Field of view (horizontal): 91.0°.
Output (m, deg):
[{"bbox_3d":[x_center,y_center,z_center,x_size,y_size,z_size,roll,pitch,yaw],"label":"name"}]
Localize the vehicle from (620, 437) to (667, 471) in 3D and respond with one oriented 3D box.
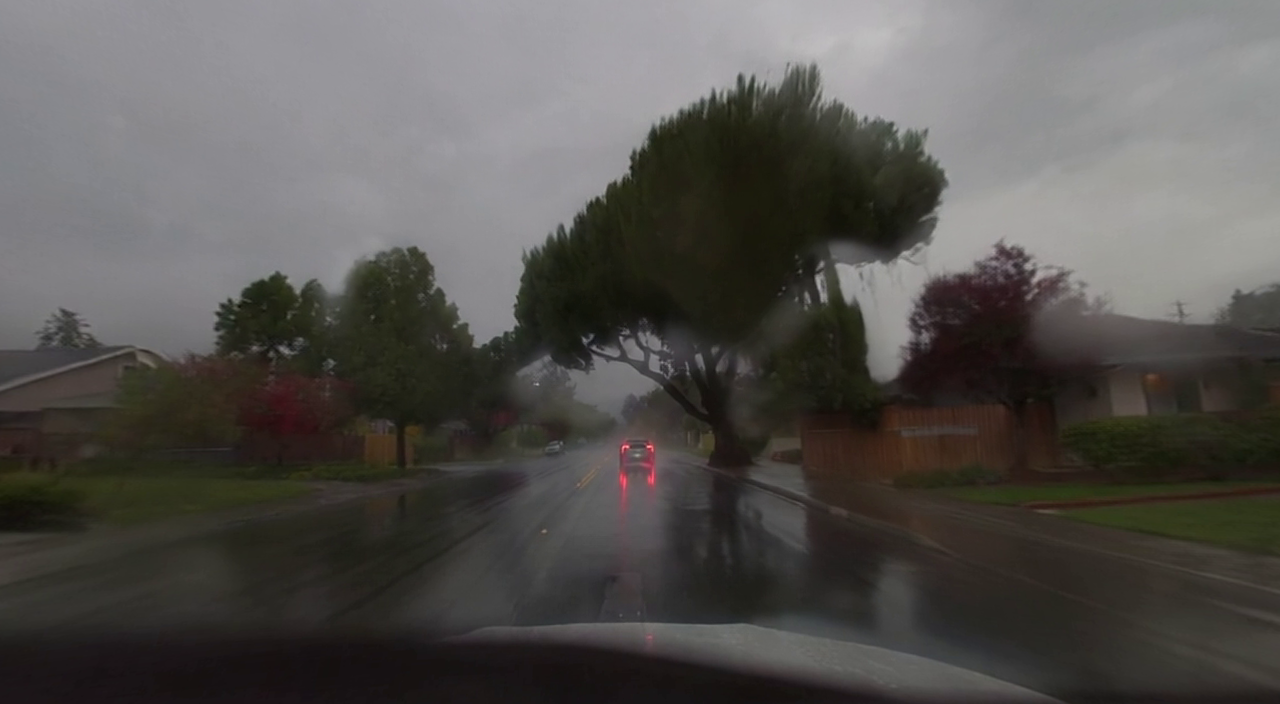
[{"bbox_3d":[0.130,4.801,29.812,2.043,1.484,4.340,0,-8,-1],"label":"vehicle"}]
